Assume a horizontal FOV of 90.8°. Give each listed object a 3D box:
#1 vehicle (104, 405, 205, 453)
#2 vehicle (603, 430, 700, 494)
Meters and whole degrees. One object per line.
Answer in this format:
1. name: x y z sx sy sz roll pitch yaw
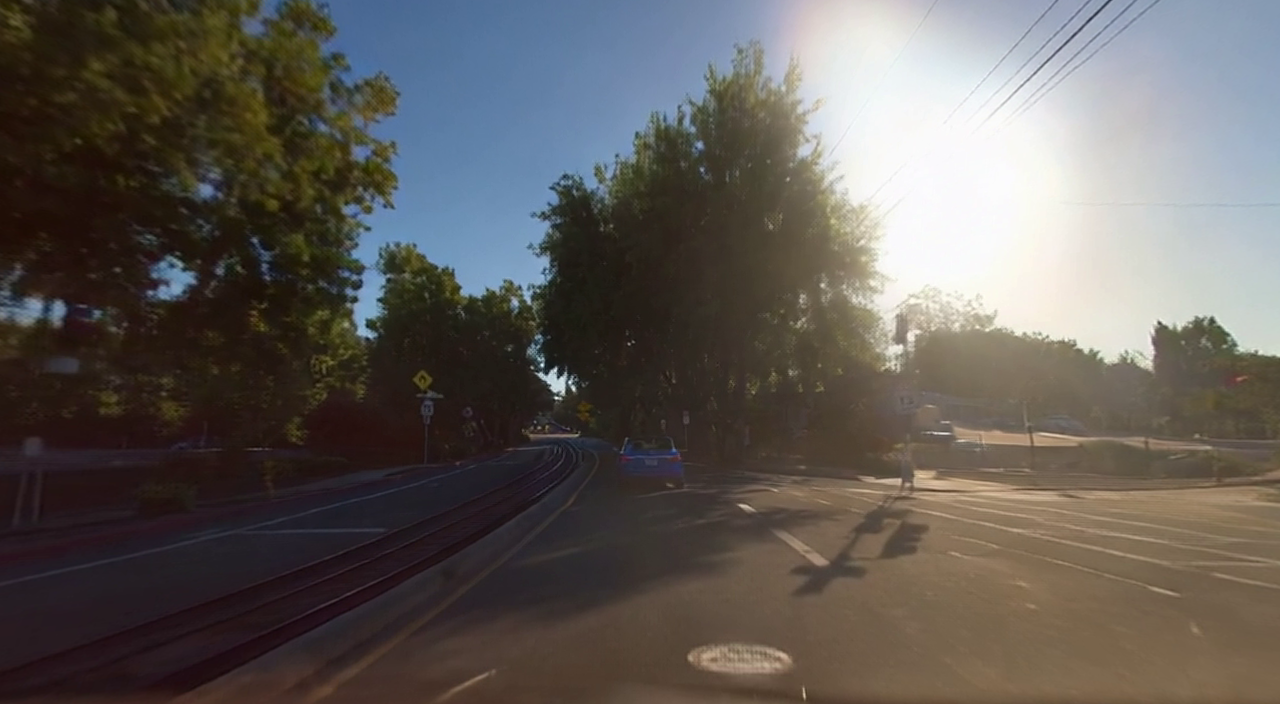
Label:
1. vehicle: -31.216 5.078 41.021 2.983 2.816 7.042 3 -9 -20
2. vehicle: 0.177 2.929 17.217 2.295 1.510 4.364 0 -8 -3
